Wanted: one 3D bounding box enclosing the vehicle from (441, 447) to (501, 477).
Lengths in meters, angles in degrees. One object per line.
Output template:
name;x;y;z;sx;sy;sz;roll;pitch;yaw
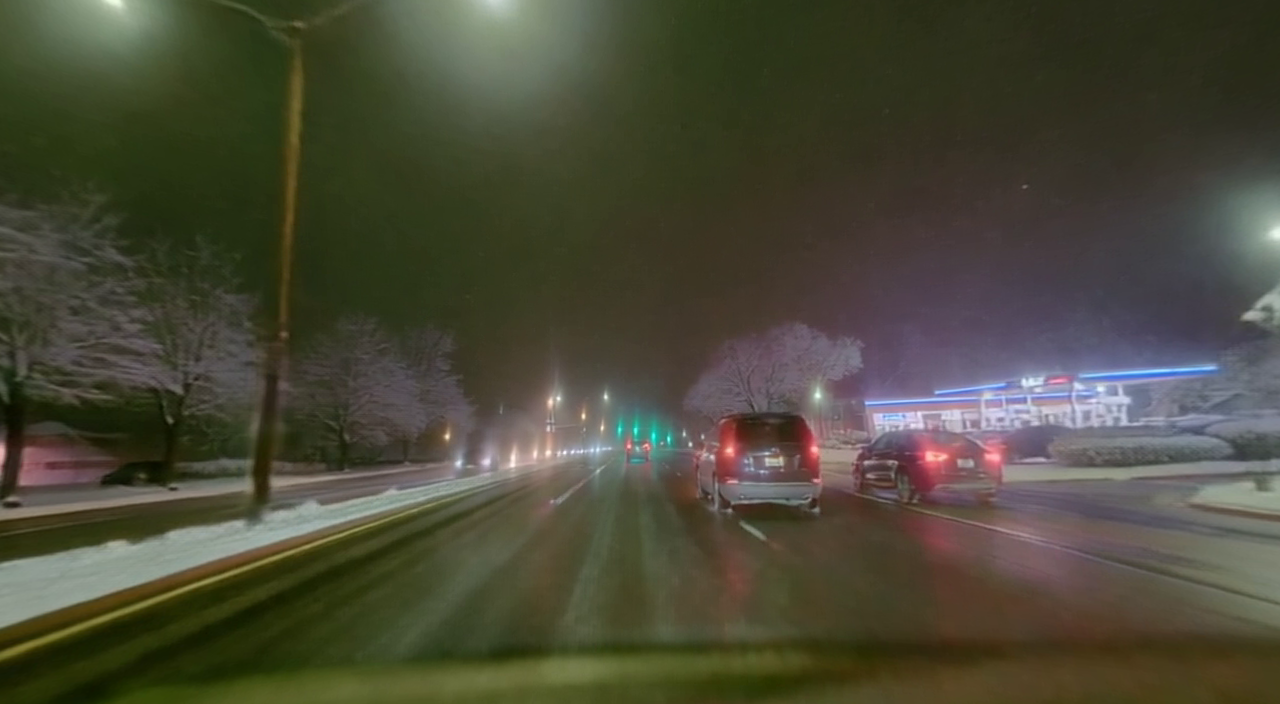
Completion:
vehicle;-9.201;5.988;34.801;1.978;1.470;4.711;-1;-8;0

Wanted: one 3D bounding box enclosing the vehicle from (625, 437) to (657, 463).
vehicle;0.037;6.914;44.716;2.101;1.707;3.904;-1;-8;-1

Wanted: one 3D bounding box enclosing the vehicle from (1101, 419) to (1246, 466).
vehicle;20.895;3.573;25.035;1.930;1.685;4.378;-1;-8;1

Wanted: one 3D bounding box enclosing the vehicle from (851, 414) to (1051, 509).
vehicle;6.676;2.413;14.360;2.025;1.765;4.729;0;-8;-1

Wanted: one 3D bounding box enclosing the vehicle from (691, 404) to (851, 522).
vehicle;2.370;2.188;12.963;2.038;1.917;4.900;0;-8;-2

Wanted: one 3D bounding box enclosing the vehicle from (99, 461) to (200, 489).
vehicle;-29.100;7.292;37.574;4.435;1.507;1.926;-1;-8;1

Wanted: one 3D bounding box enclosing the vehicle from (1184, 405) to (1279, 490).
vehicle;15.688;2.421;16.233;2.059;1.882;4.816;-9;-12;44
